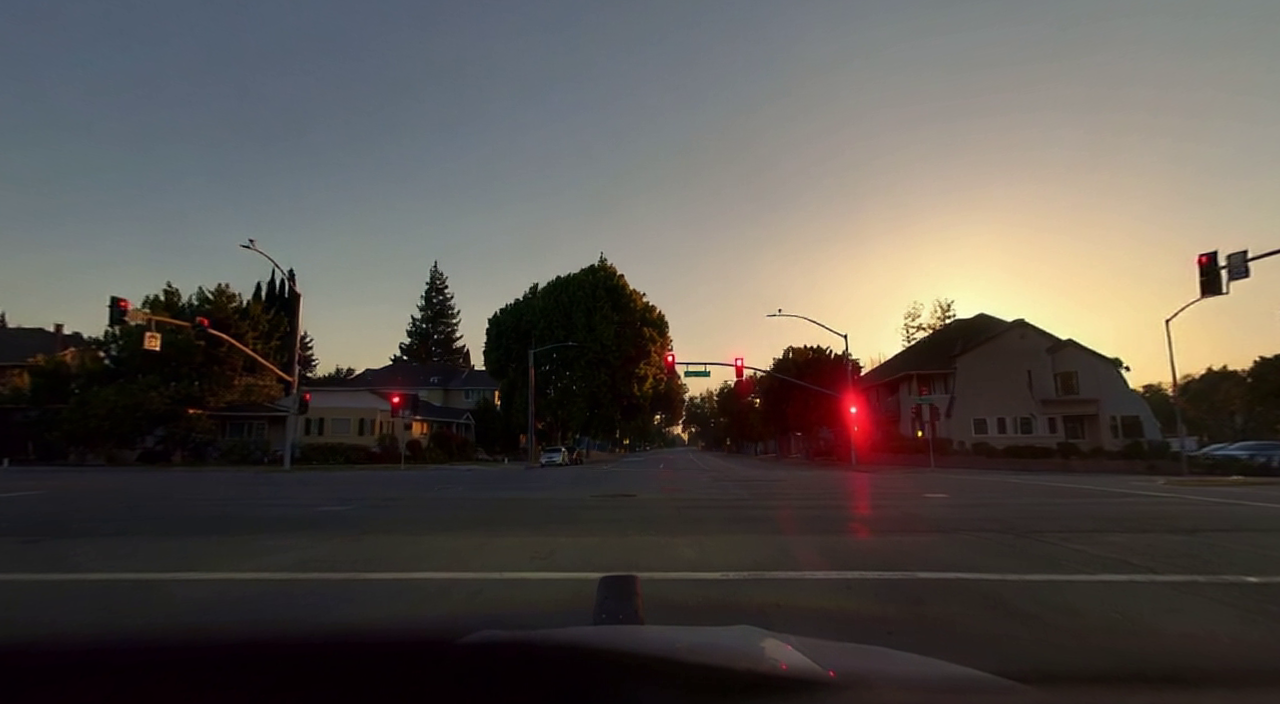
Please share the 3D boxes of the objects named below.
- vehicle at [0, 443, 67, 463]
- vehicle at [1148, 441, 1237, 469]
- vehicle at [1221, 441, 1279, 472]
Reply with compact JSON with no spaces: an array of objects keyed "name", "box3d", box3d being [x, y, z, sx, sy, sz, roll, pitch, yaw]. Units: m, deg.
[{"name":"vehicle","box3d":[-44.289,7.286,45.714,3.949,1.422,1.744,0,-9,2]},{"name":"vehicle","box3d":[36.778,6.854,42.245,1.853,1.723,4.460,0,-9,0]},{"name":"vehicle","box3d":[37.583,6.143,37.268,1.915,1.773,4.499,1,-9,-9]}]
